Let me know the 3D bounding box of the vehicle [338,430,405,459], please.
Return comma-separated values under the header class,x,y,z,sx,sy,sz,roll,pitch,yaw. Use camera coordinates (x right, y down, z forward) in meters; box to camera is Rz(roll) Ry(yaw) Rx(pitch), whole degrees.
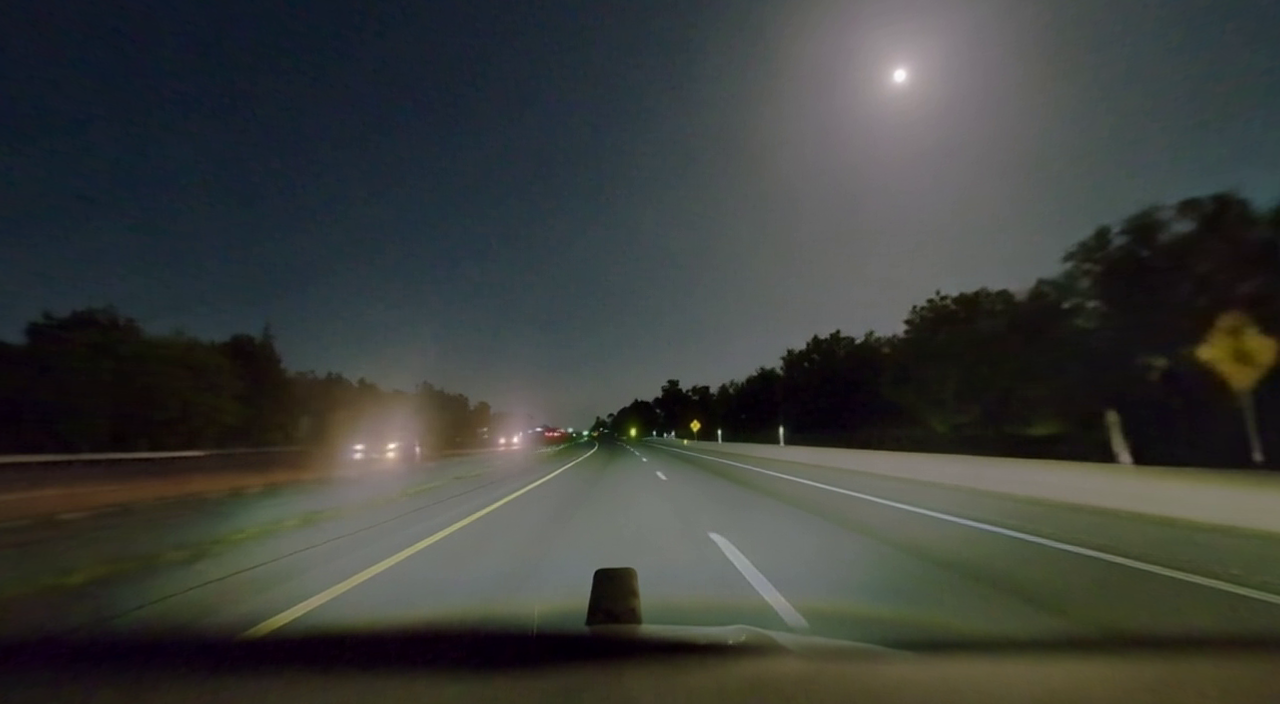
class,x,y,z,sx,sy,sz,roll,pitch,yaw
vehicle,-14.795,5.104,34.979,1.833,1.495,4.497,0,-8,-2
